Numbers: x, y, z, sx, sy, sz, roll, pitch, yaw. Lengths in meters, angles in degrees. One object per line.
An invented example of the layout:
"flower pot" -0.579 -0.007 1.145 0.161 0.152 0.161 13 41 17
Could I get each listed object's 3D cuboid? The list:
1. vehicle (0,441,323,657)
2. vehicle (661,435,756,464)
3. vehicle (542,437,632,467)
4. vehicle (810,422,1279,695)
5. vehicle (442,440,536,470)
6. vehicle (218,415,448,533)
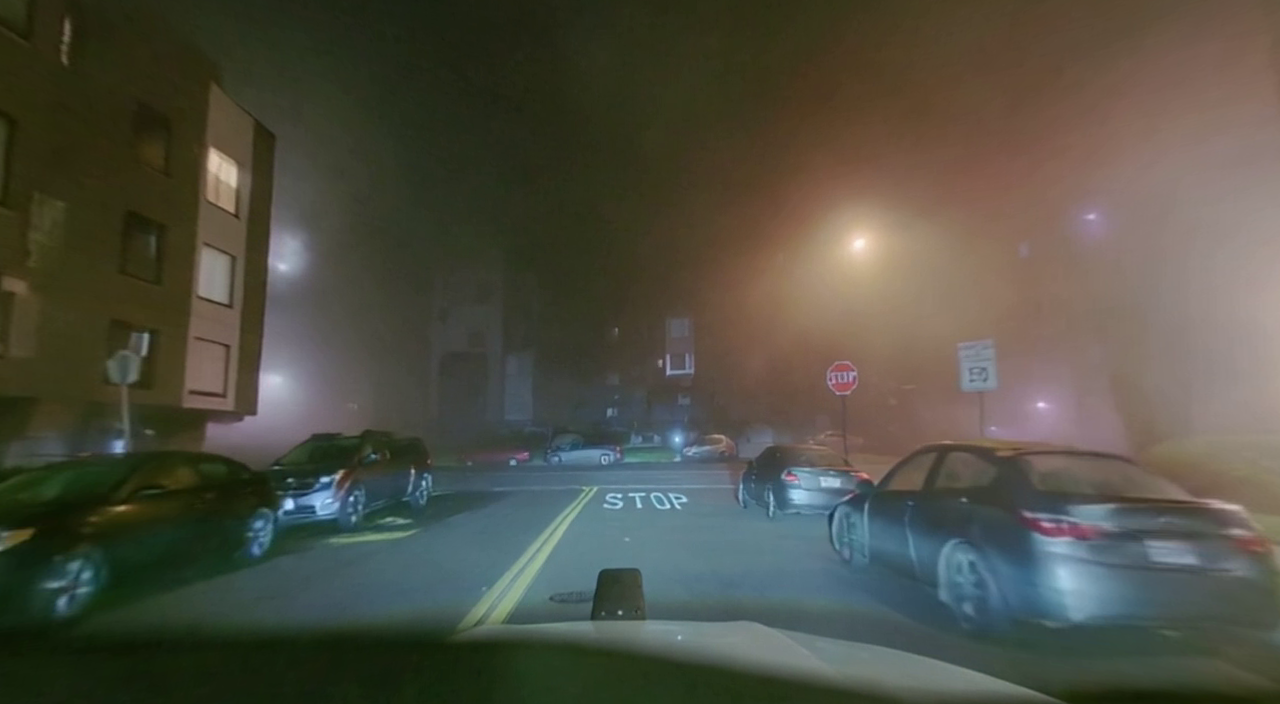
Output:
"vehicle" -5.581 1.722 6.740 2.129 1.505 4.510 0 -8 -1
"vehicle" 3.493 5.066 32.916 4.681 1.480 1.817 0 -9 -3
"vehicle" -2.697 5.173 32.684 4.489 1.470 1.776 1 -8 -4
"vehicle" 3.200 1.466 5.749 1.919 1.490 4.339 0 -8 -3
"vehicle" -7.633 5.259 32.352 4.423 1.449 1.813 1 -9 -5
"vehicle" -5.948 2.446 13.443 2.208 1.903 6.040 0 -8 -4
